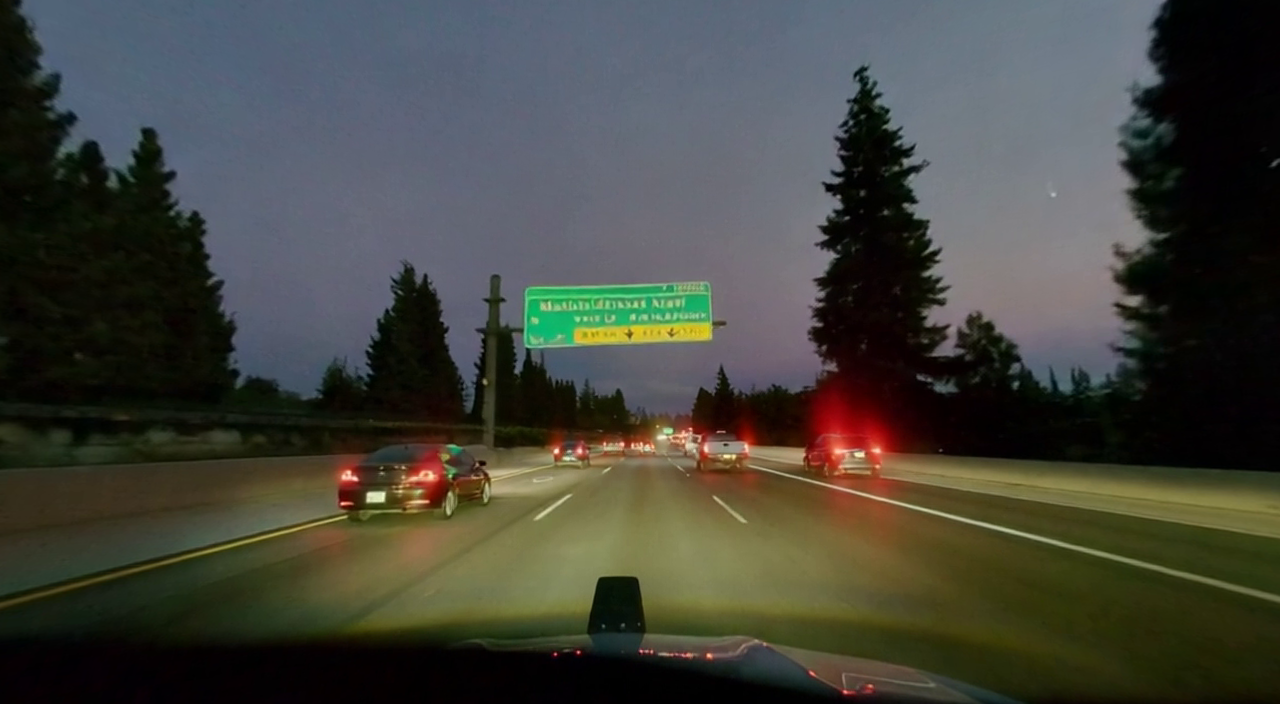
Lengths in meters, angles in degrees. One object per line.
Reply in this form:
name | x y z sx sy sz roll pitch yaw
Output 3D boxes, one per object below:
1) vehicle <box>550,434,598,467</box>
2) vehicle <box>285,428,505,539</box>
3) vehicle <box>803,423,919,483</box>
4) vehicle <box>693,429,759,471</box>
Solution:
vehicle | -3.413 5.205 33.452 2.020 1.628 4.248 0 -8 1
vehicle | -3.745 2.068 10.563 1.978 1.473 4.073 0 -8 1
vehicle | 7.984 3.723 23.577 2.291 1.968 5.662 0 -8 0
vehicle | 4.215 4.924 31.974 2.517 1.935 5.552 0 -8 -1
